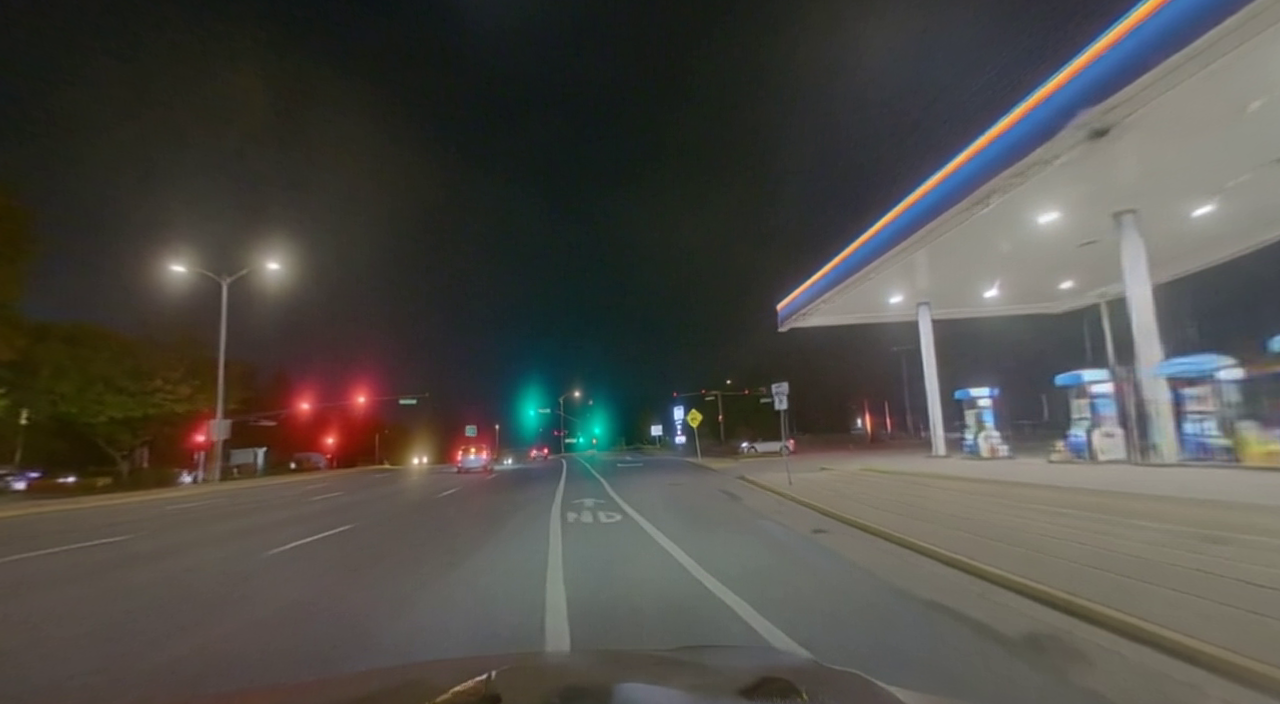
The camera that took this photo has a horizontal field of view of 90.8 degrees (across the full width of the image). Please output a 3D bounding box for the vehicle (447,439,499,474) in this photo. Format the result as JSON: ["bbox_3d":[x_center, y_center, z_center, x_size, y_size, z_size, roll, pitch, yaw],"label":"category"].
[{"bbox_3d":[-9.128,5.743,34.867,1.985,1.772,4.479,0,-9,-5],"label":"vehicle"}]

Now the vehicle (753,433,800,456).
[{"bbox_3d":[9.660,6.597,45.050,2.076,1.505,4.770,-1,-8,-2],"label":"vehicle"}]
